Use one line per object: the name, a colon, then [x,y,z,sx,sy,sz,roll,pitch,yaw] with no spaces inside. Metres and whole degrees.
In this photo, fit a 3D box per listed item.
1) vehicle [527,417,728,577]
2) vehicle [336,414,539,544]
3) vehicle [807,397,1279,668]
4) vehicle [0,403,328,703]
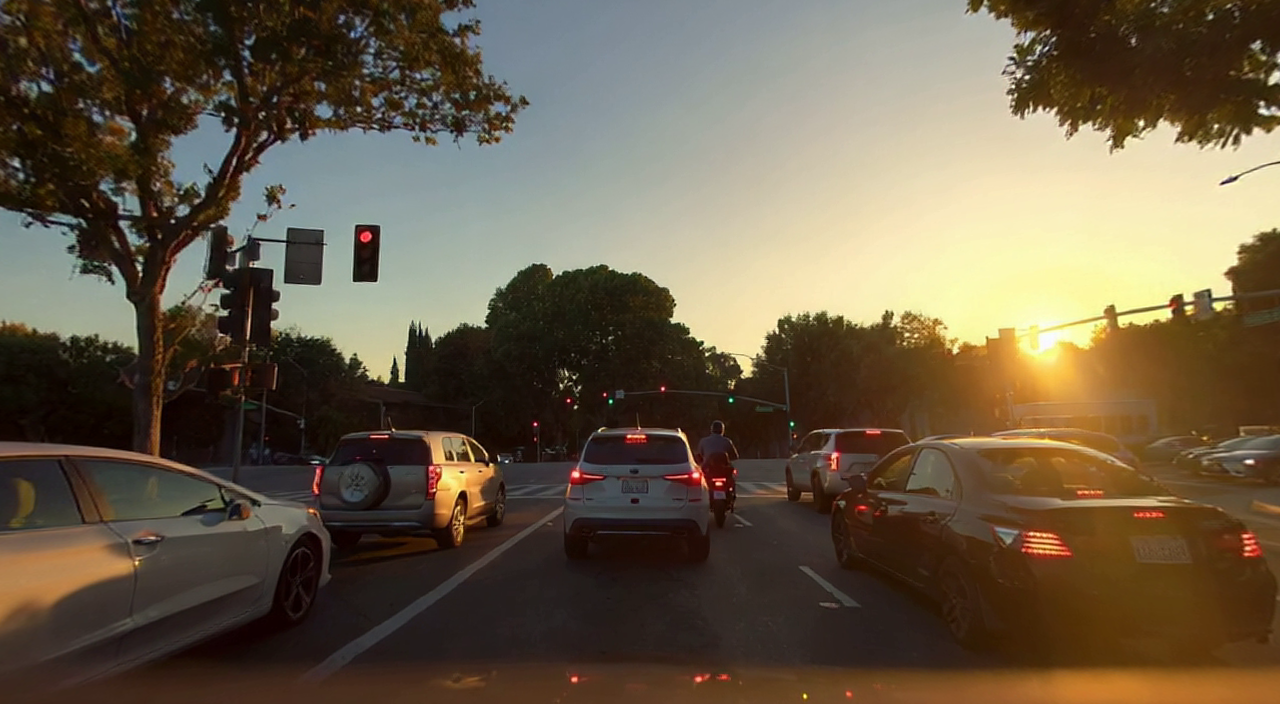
vehicle: [-0.100,1.801,8.555,2.106,1.655,3.717,0,-8,1]
vehicle: [-3.213,2.115,11.157,2.048,1.805,4.405,0,-8,1]
vehicle: [3.247,1.443,6.199,2.006,1.659,4.462,0,-8,1]
vehicle: [-3.346,0.947,2.363,1.863,1.495,4.667,0,-8,2]
